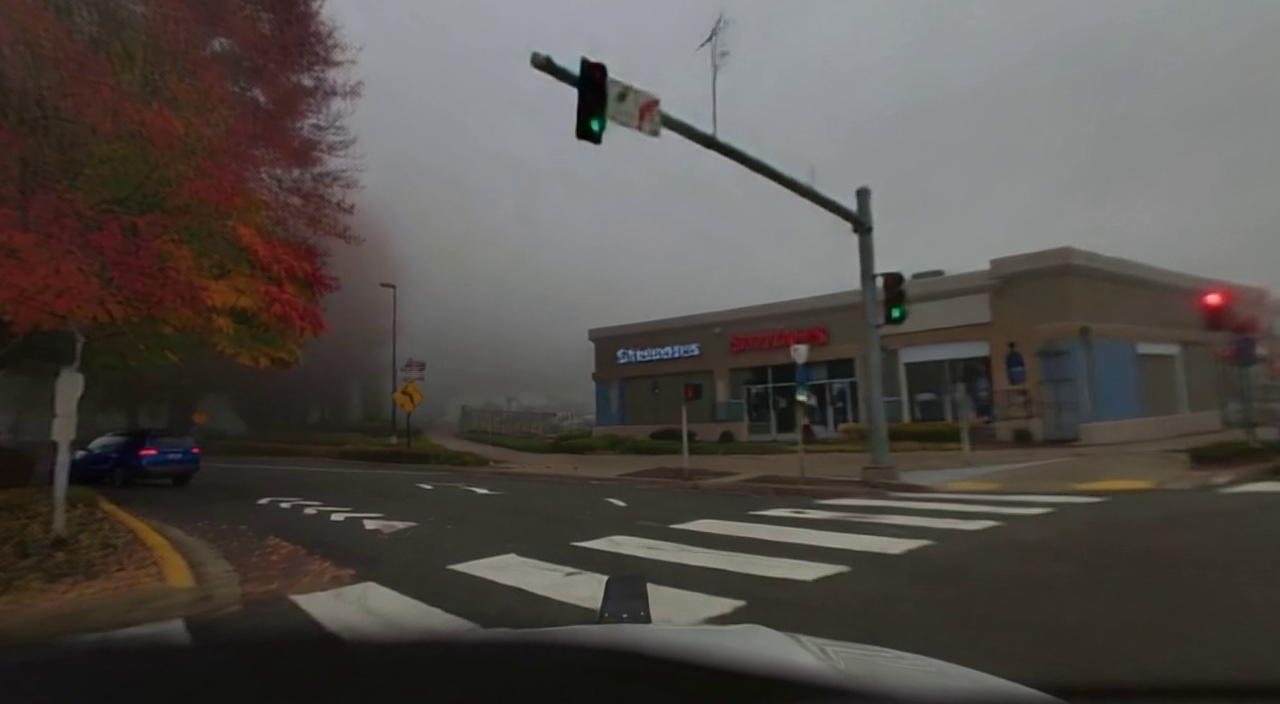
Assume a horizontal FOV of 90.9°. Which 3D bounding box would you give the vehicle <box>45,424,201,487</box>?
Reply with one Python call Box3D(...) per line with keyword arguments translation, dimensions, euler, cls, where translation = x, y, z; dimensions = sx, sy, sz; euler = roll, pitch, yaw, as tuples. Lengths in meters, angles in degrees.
Box3D(translation=(-16.962, 3.311, 20.636), dimensions=(5.110, 1.814, 2.146), euler=(-4, -9, 30), cls="vehicle")
